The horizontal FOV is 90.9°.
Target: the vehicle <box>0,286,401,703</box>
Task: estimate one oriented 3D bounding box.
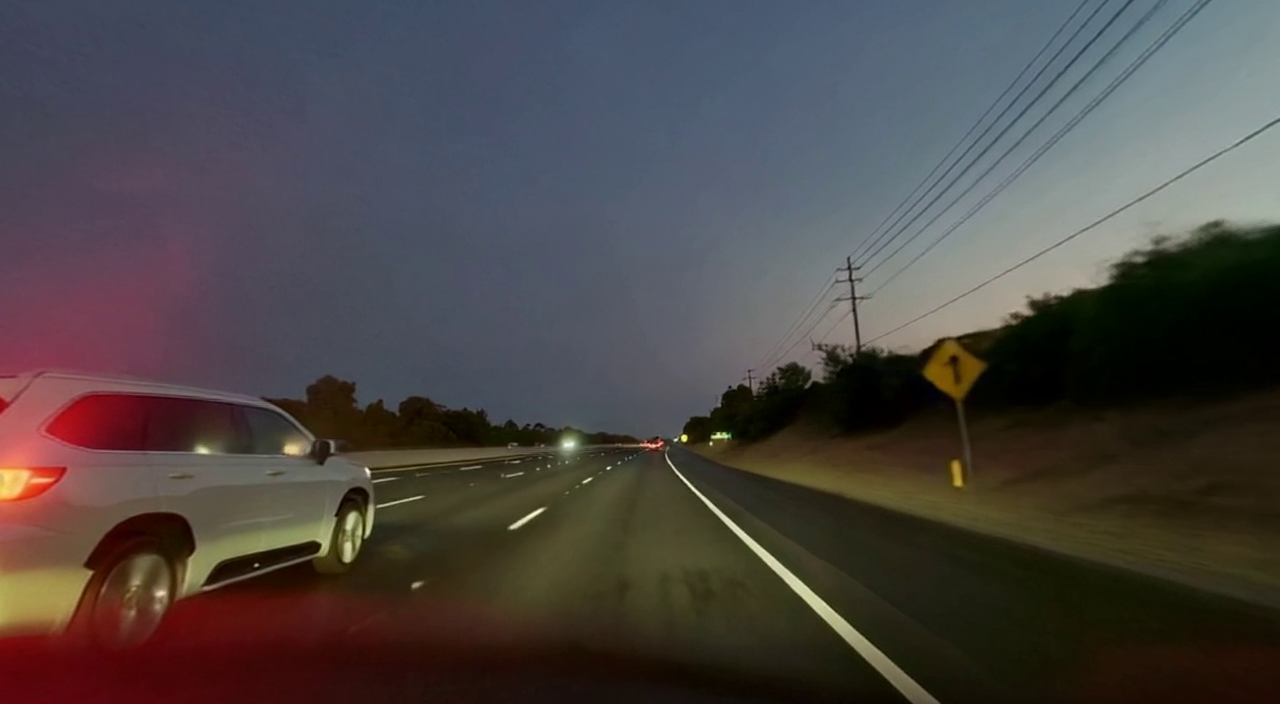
[{"bbox_3d":[-3.693,0.953,4.170,2.136,1.975,5.037,0,-8,1],"label":"vehicle"}]
